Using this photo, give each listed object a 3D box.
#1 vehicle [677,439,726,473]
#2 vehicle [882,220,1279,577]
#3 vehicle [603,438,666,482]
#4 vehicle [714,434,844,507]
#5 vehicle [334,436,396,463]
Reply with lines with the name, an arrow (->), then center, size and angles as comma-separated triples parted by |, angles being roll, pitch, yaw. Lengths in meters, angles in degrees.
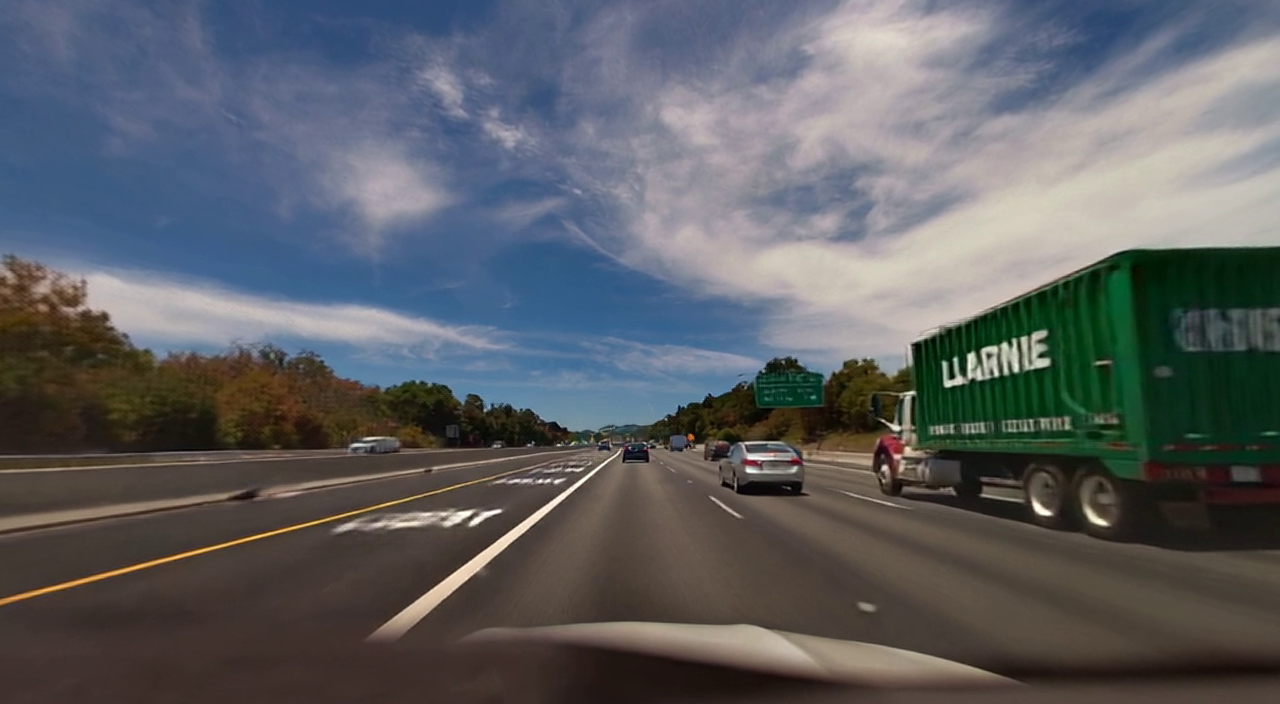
vehicle -> 2.919, 5.040, 30.780 | 1.856, 1.517, 4.198 | 0, -9, -2
vehicle -> 7.340, 1.051, 10.750 | 2.799, 3.655, 8.627 | 0, -9, -1
vehicle -> -0.216, 3.918, 23.166 | 2.098, 1.475, 3.997 | 0, -9, -1
vehicle -> 3.213, 2.862, 15.711 | 1.993, 1.504, 4.781 | 0, -9, -2
vehicle -> -18.190, 6.486, 42.098 | 2.149, 1.701, 4.541 | 0, -9, -1
